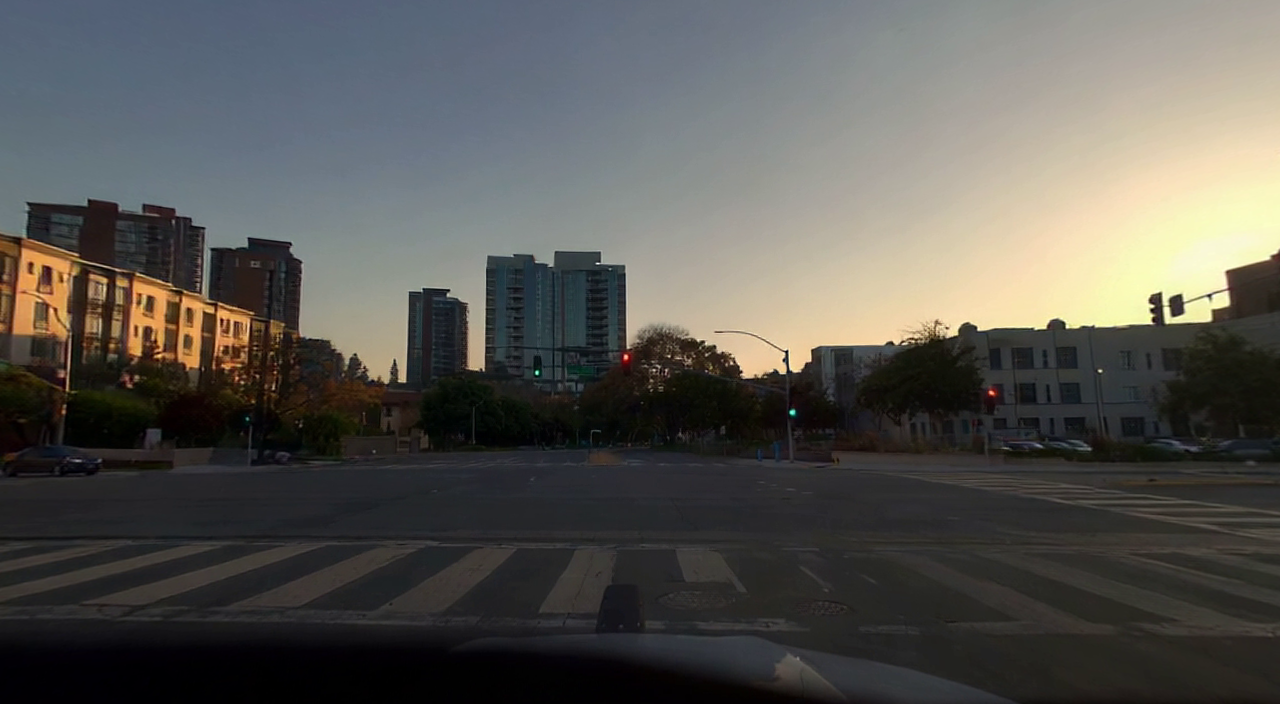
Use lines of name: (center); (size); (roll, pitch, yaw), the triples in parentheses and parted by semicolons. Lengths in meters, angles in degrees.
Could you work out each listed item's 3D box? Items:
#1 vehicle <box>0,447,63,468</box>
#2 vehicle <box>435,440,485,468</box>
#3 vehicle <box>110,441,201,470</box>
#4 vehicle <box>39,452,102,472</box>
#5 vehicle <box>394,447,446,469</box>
vehicle: (-45.255, 7.769, 46.587); (1.858, 1.467, 3.624); (0, -8, 0)
vehicle: (-11.959, 6.798, 42.319); (2.080, 1.763, 4.341); (0, -8, 0)
vehicle: (-34.905, 7.423, 45.729); (2.204, 1.955, 5.518); (0, -8, 0)
vehicle: (-41.601, 8.021, 46.220); (1.552, 1.339, 3.340); (-2, -9, 0)
vehicle: (-15.520, 7.450, 44.808); (2.056, 1.450, 4.343); (0, -8, 1)
